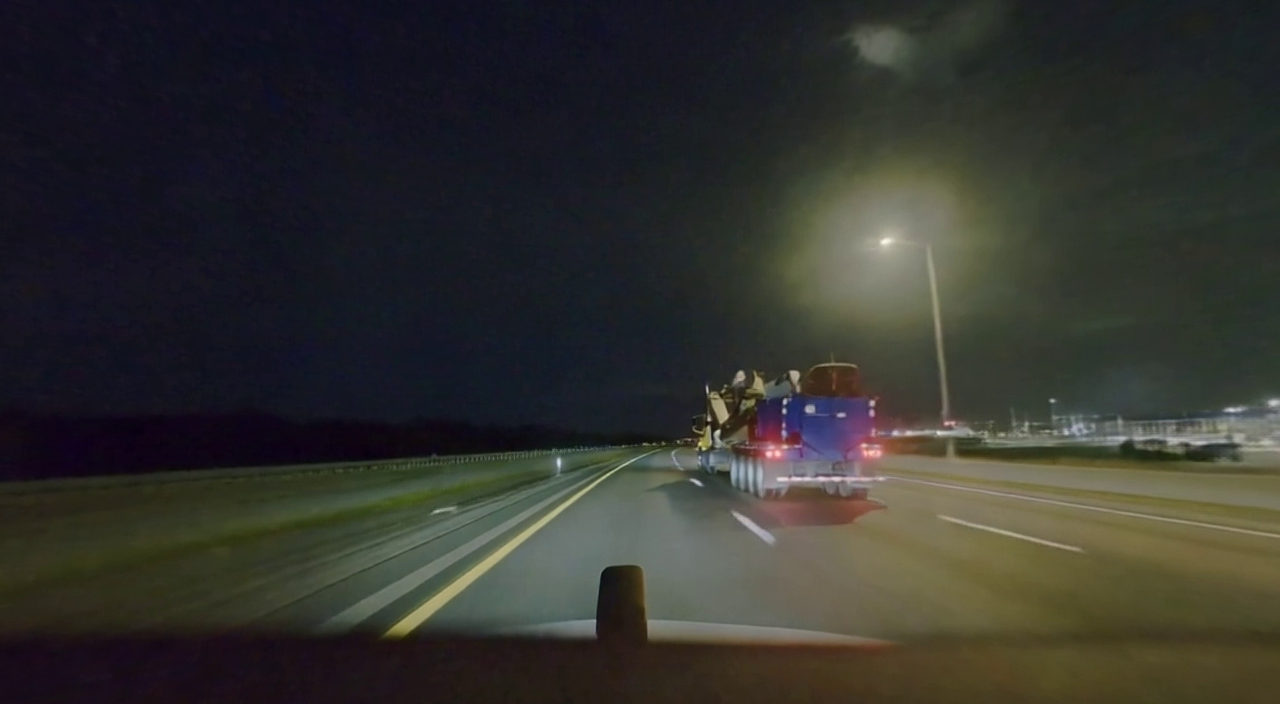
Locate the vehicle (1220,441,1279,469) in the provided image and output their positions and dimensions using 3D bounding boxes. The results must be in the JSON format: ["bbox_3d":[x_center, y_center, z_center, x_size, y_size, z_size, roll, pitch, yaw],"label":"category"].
[{"bbox_3d":[43.476,7.044,43.211,5.053,1.689,2.144,-3,-8,3],"label":"vehicle"}]

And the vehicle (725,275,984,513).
[{"bbox_3d":[3.963,1.136,13.759,3.279,3.956,6.541,0,-9,1],"label":"vehicle"}]
